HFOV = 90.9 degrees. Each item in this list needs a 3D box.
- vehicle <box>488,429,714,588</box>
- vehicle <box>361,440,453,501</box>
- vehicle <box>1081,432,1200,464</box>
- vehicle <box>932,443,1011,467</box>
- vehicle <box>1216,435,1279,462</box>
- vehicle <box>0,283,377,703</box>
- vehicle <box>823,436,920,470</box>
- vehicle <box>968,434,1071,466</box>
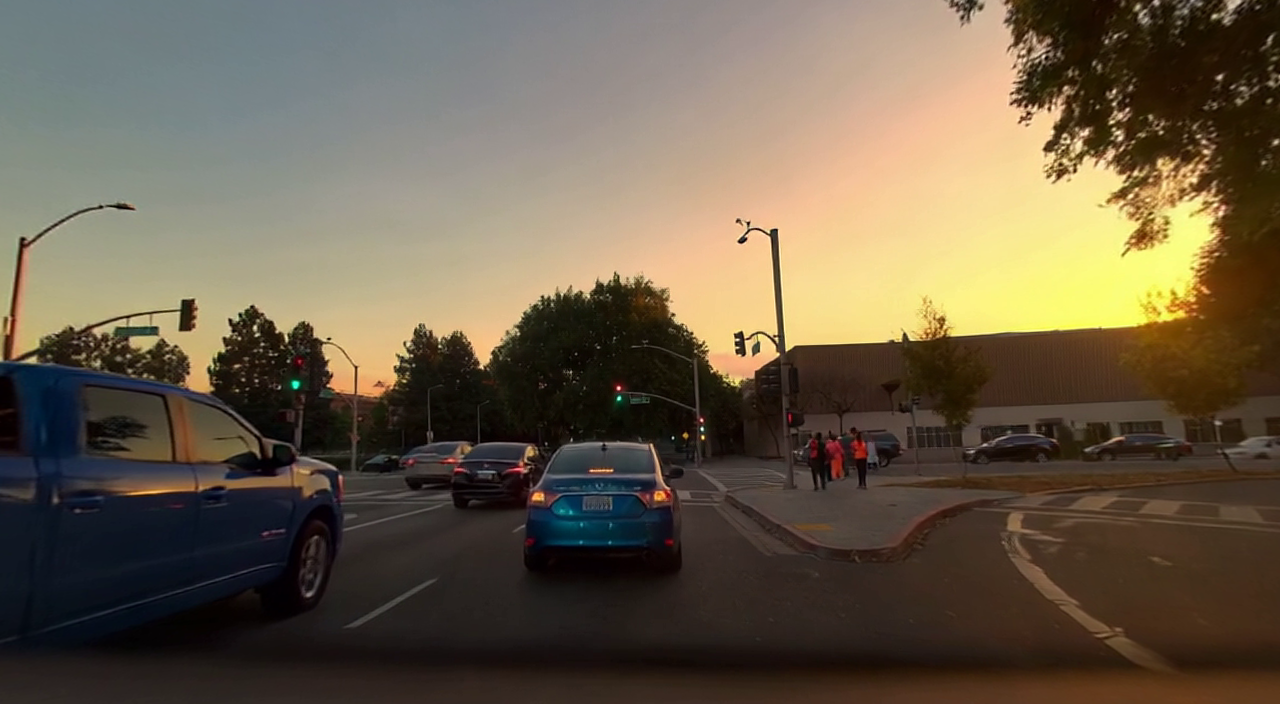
[{"bbox_3d":[-0.366,1.831,8.284,2.144,1.497,4.446,0,-9,0],"label":"vehicle"},{"bbox_3d":[-7.562,3.835,20.979,2.026,1.755,5.167,2,-9,-11],"label":"vehicle"},{"bbox_3d":[28.937,5.579,36.563,4.967,1.794,2.044,-1,-9,3],"label":"vehicle"},{"bbox_3d":[21.218,6.586,40.393,3.983,1.443,1.831,0,-9,1],"label":"vehicle"},{"bbox_3d":[36.249,5.503,36.001,4.643,1.464,1.840,-1,-9,3],"label":"vehicle"},{"bbox_3d":[-3.662,0.840,3.396,2.202,1.961,4.980,0,-9,1],"label":"vehicle"},{"bbox_3d":[12.216,5.359,33.458,4.394,1.724,1.886,0,-9,1],"label":"vehicle"},{"bbox_3d":[21.940,5.661,36.554,4.529,1.786,2.110,0,-9,2],"label":"vehicle"}]
